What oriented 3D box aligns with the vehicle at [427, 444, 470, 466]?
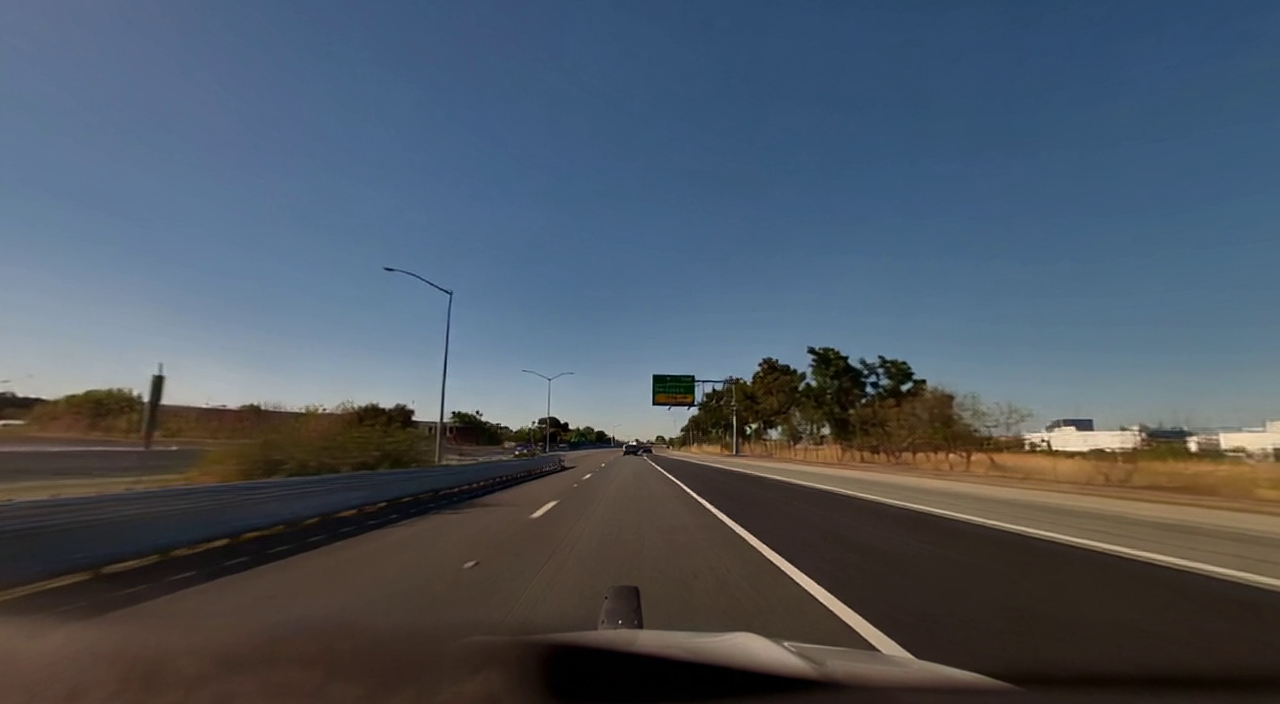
[{"bbox_3d":[-14.304,7.706,47.094,1.902,1.563,4.492,0,-9,-1],"label":"vehicle"}]
